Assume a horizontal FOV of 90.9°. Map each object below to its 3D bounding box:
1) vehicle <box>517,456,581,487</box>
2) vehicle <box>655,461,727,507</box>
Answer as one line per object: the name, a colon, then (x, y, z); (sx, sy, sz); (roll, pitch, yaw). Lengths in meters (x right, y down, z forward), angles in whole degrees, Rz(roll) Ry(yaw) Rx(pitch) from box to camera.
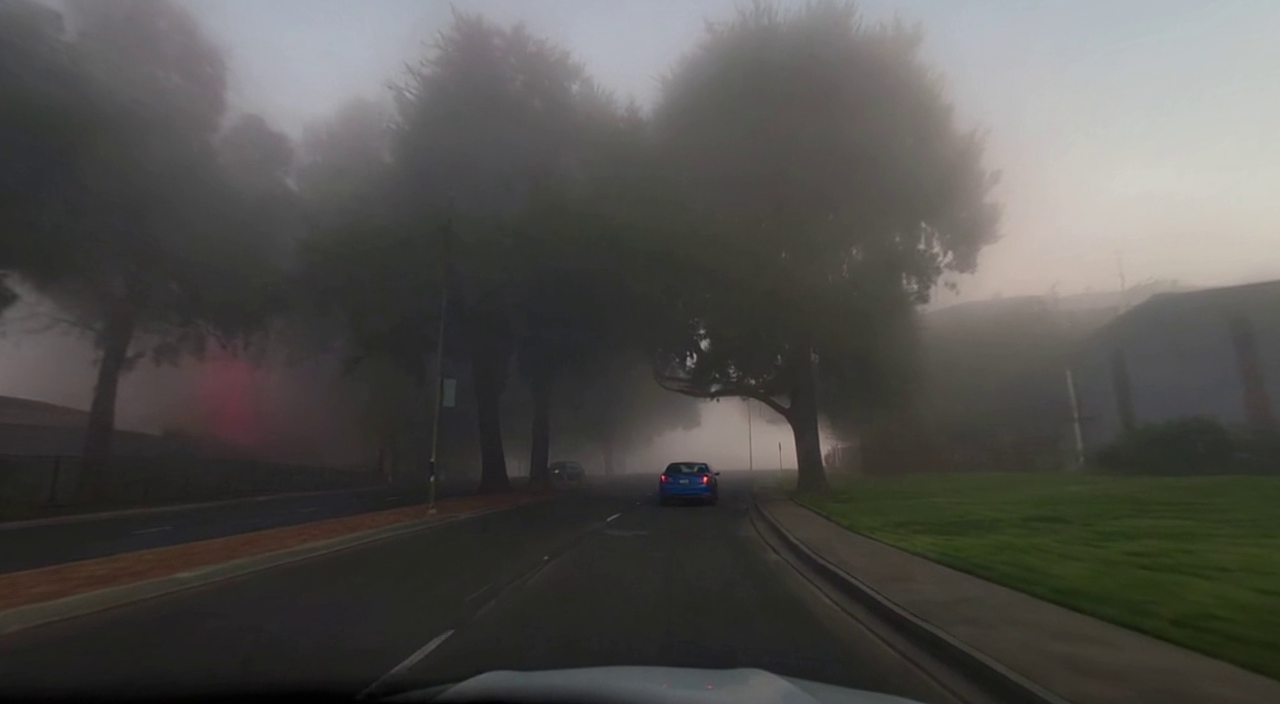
vehicle: (-4.722, 6.347, 33.511); (1.870, 1.518, 4.390); (-2, -11, 13)
vehicle: (1.791, 4.257, 20.596); (1.972, 1.250, 5.282); (-1, -11, 9)
